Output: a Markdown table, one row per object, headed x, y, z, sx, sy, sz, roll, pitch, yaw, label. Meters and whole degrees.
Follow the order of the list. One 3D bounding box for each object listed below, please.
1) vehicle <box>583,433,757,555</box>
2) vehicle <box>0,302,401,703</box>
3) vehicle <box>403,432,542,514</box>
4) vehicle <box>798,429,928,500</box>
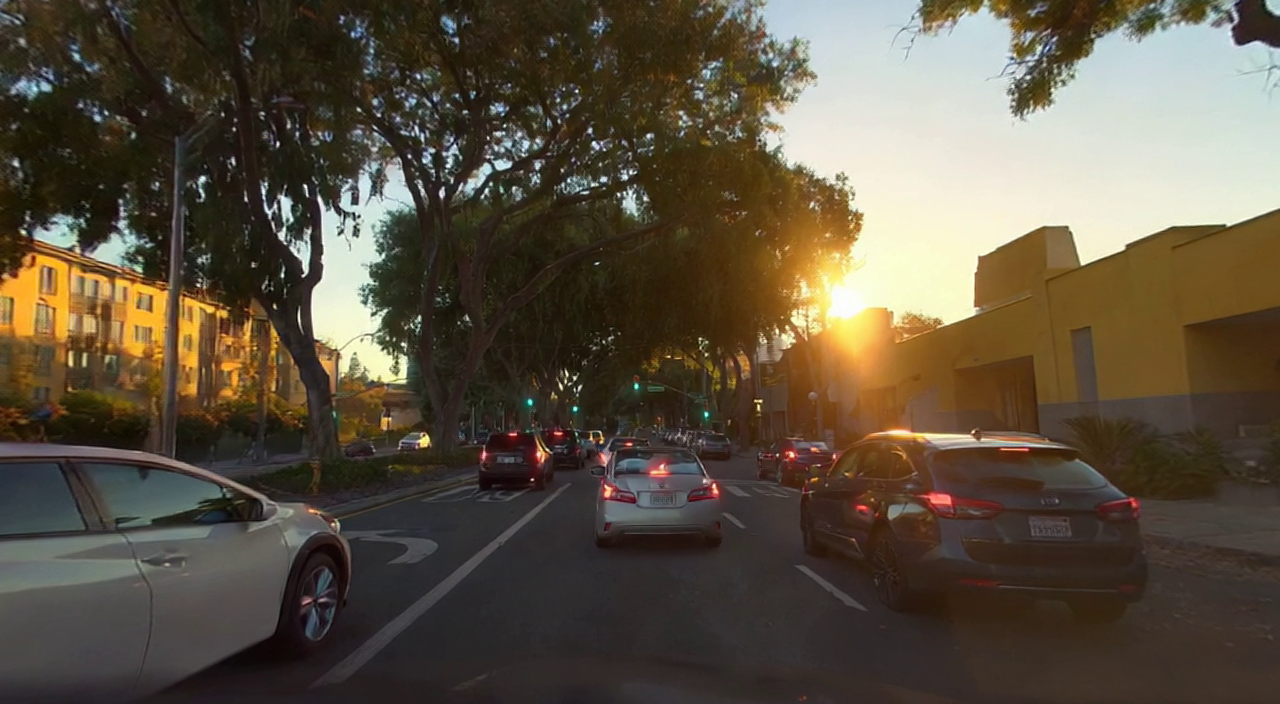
| x | y | z | sx | sy | sz | roll | pitch | yaw | label |
| --- | --- | --- | --- | --- | --- | --- | --- | --- | --- |
| 0.272 | 1.995 | 9.576 | 2.095 | 1.438 | 3.843 | 0 | -8 | -3 | vehicle |
| -3.266 | 0.928 | 3.391 | 2.152 | 1.802 | 4.628 | 0 | -9 | 0 | vehicle |
| -3.512 | 2.623 | 14.245 | 1.901 | 1.522 | 4.556 | 0 | -9 | 0 | vehicle |
| 6.340 | 3.256 | 18.673 | 2.025 | 1.808 | 4.579 | 0 | -9 | -2 | vehicle |
